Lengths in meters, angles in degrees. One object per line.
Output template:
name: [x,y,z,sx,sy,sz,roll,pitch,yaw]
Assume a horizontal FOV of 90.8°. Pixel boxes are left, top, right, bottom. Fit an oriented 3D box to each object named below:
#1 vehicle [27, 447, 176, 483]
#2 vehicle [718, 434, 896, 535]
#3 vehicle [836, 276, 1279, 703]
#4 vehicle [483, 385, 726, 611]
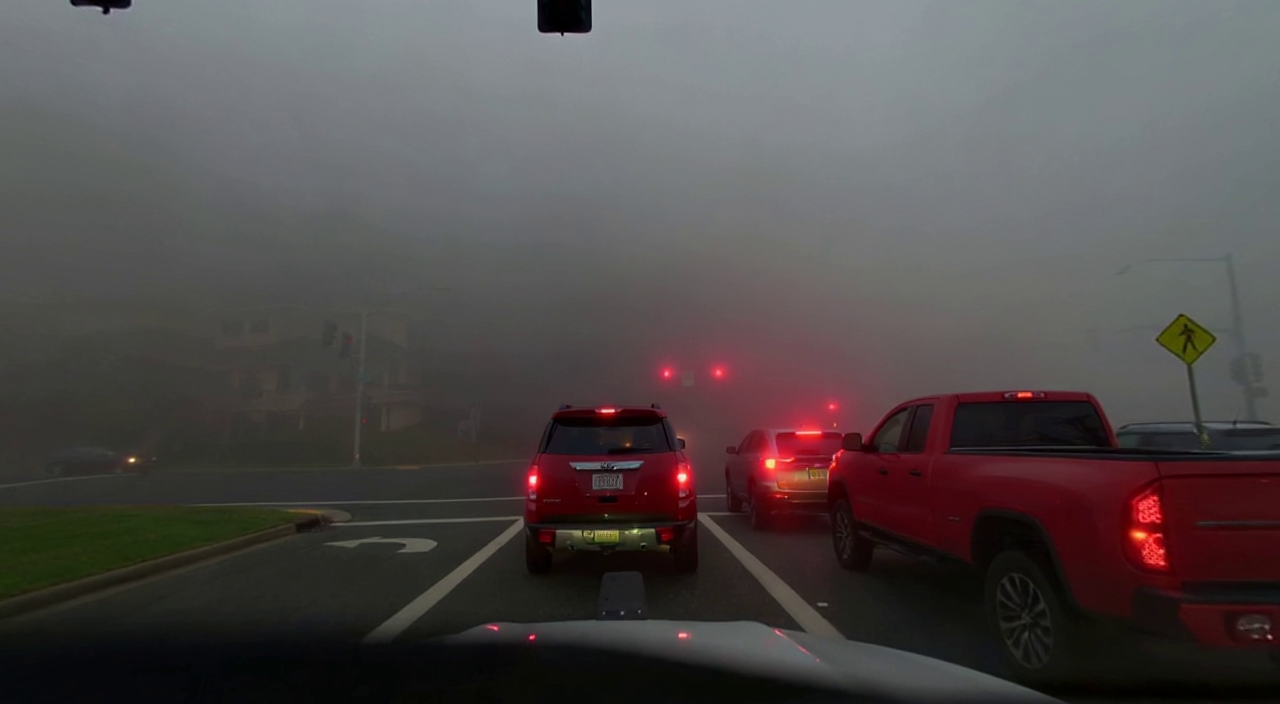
vehicle: [-22.915,4.789,27.063,4.533,1.350,1.714,0,-8,-9]
vehicle: [2.725,2.266,11.527,1.952,1.465,4.421,0,-8,-1]
vehicle: [2.977,0.948,3.809,1.886,1.849,5.070,0,-8,-1]
vehicle: [-0.251,1.405,6.785,1.915,1.780,3.379,0,-8,1]
